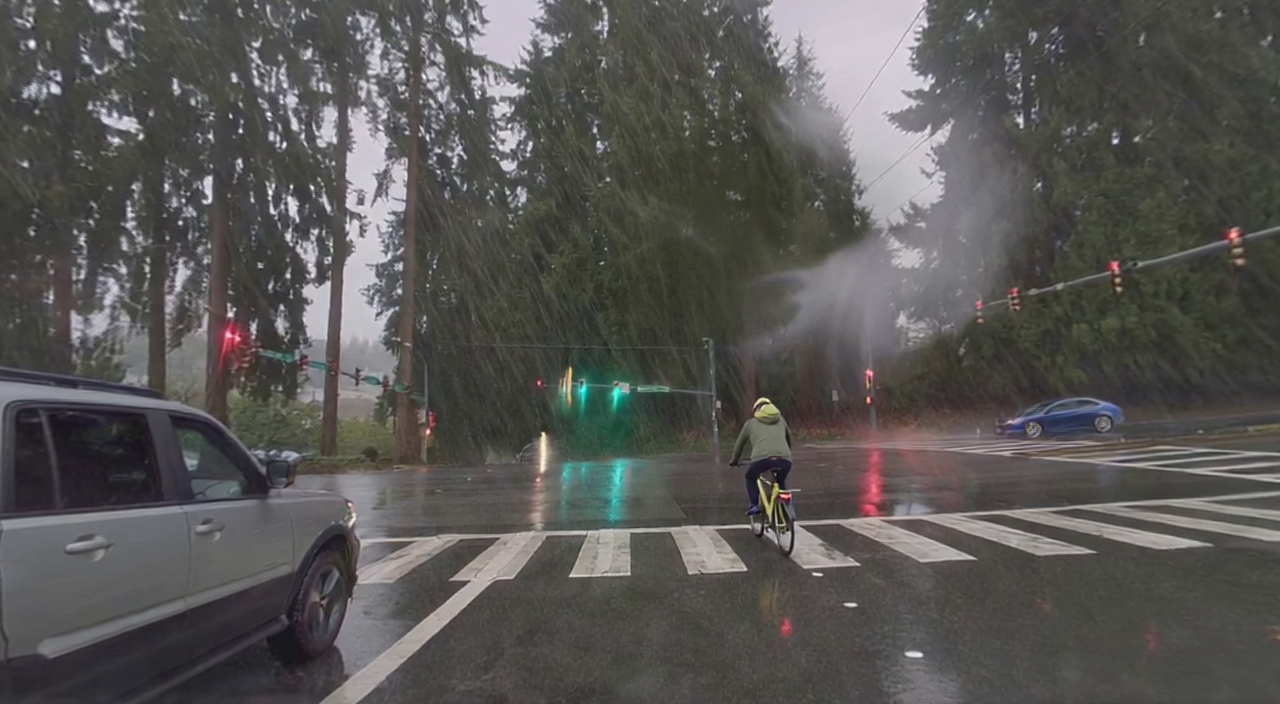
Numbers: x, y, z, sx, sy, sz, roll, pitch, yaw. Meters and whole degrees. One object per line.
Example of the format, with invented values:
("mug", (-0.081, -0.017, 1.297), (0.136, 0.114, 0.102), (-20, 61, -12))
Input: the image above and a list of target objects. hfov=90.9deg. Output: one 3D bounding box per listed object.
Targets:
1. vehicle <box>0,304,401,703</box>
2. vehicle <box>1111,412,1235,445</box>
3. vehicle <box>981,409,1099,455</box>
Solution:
("vehicle", (-2.963, 0.862, 2.732), (2.049, 1.756, 4.602), (0, -8, 0))
("vehicle", (25.748, 3.731, 30.495), (4.716, 1.507, 1.904), (2, -9, -11))
("vehicle", (18.578, 3.748, 29.376), (4.237, 1.948, 1.997), (0, -9, -9))
